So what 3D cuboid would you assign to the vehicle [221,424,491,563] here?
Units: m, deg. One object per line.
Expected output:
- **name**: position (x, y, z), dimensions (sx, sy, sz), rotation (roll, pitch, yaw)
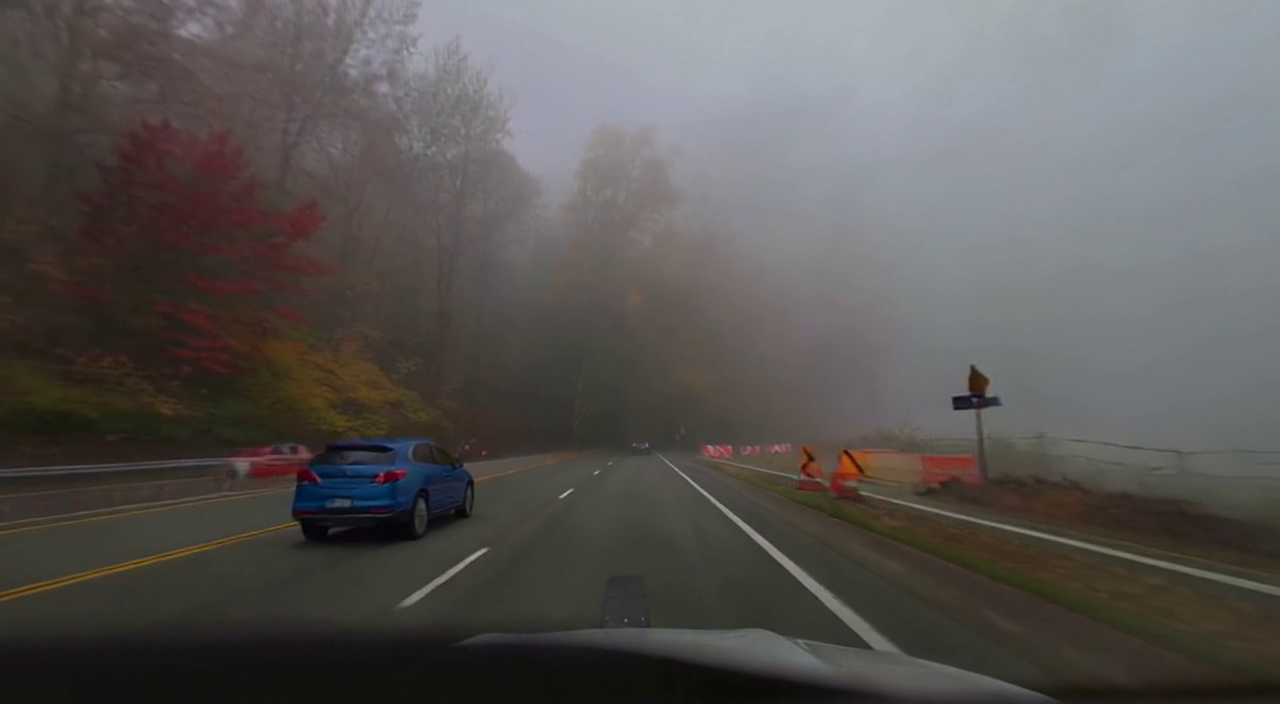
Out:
- **vehicle**: position (-3.611, 1.844, 8.975), dimensions (1.902, 1.505, 4.016), rotation (0, -8, 1)
